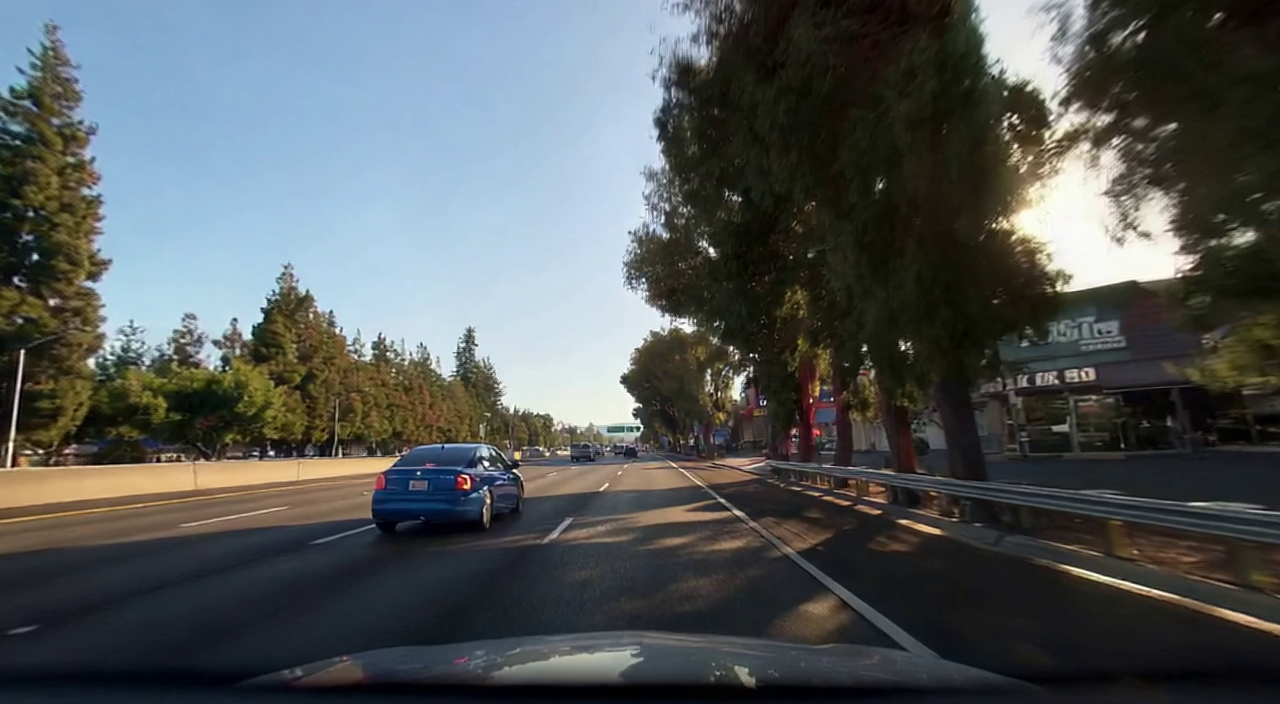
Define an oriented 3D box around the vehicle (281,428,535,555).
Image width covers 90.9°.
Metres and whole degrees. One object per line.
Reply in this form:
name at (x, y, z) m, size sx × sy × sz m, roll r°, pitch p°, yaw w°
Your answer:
vehicle at (-3.129, 1.985, 9.730) m, size 2.152 × 1.479 × 4.394 m, roll 0°, pitch -9°, yaw 2°
